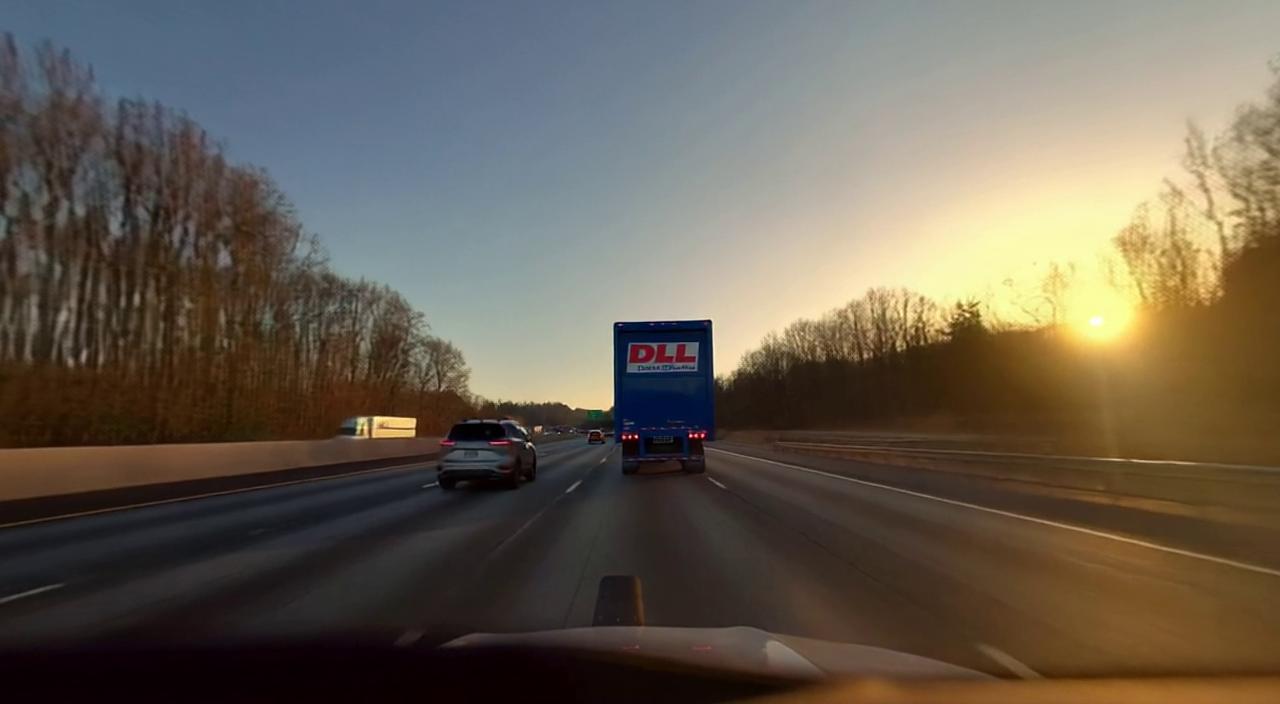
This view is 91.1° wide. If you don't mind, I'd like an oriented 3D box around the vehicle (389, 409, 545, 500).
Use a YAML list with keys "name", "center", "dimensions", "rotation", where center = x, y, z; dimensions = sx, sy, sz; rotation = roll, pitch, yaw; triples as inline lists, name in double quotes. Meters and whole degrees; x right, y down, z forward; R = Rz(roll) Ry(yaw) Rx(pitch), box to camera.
- name: "vehicle"
  center: [-3.827, 2.382, 15.123]
  dimensions: [2.394, 1.787, 5.186]
  rotation: [0, -8, -1]

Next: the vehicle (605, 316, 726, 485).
- name: "vehicle"
  center: [0.464, 1.775, 20.230]
  dimensions: [3.011, 4.211, 8.926]
  rotation: [0, -8, -2]
